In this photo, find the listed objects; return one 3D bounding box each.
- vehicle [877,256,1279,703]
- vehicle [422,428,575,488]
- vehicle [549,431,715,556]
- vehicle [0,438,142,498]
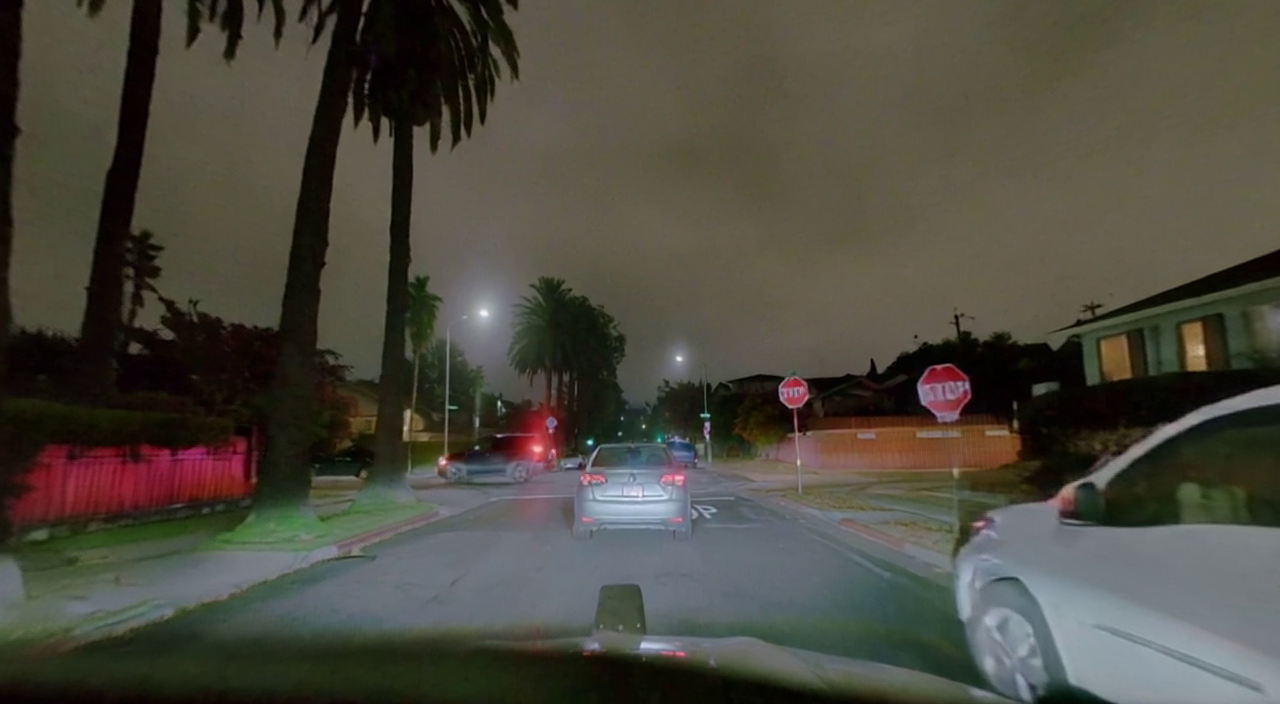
[{"bbox_3d":[2.582,0.709,1.547,2.179,1.813,4.815,0,-9,1],"label":"vehicle"},{"bbox_3d":[-5.656,4.118,24.670,6.308,2.057,2.353,-7,-11,38],"label":"vehicle"},{"bbox_3d":[-0.100,2.051,9.771,2.010,1.499,4.107,0,-9,0],"label":"vehicle"},{"bbox_3d":[-20.872,4.102,22.265,4.603,1.858,2.191,-3,-8,2],"label":"vehicle"}]
